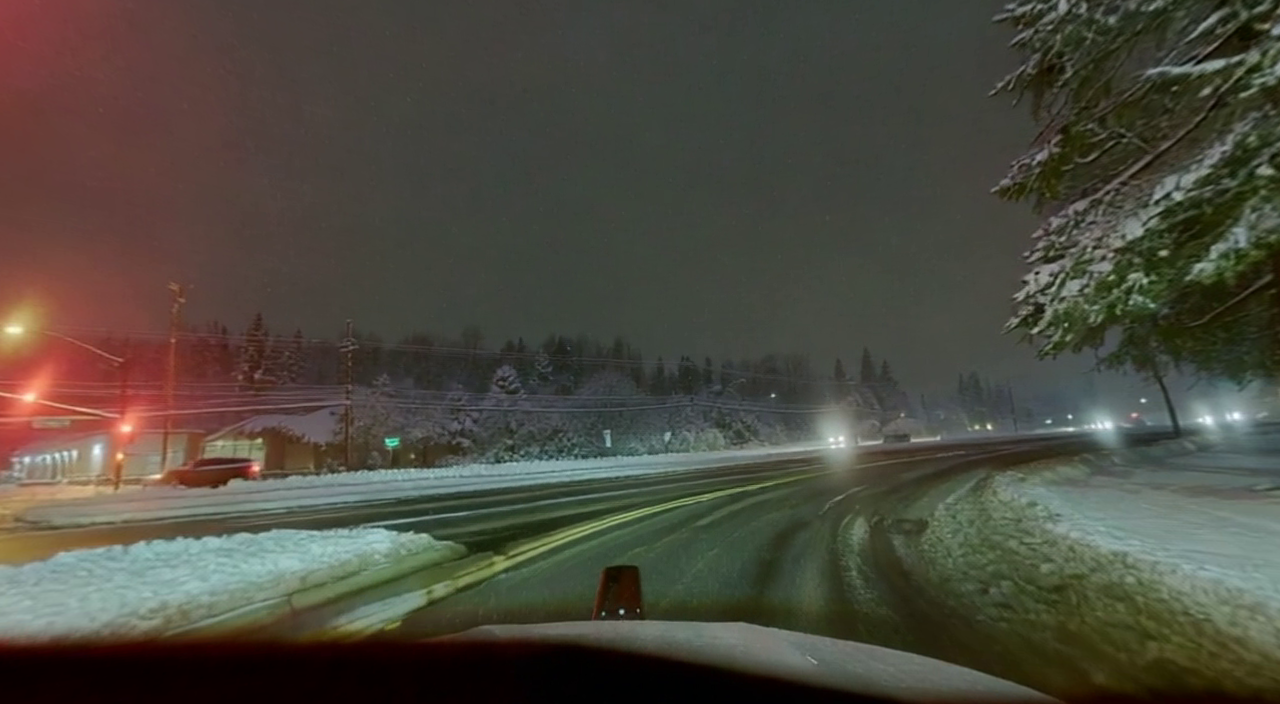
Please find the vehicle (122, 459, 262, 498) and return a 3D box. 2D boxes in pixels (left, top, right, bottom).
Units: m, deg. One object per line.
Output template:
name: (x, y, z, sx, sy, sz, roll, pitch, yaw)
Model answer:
vehicle: (-19.285, 5.398, 27.286, 1.811, 1.444, 4.527, -7, -11, 39)
